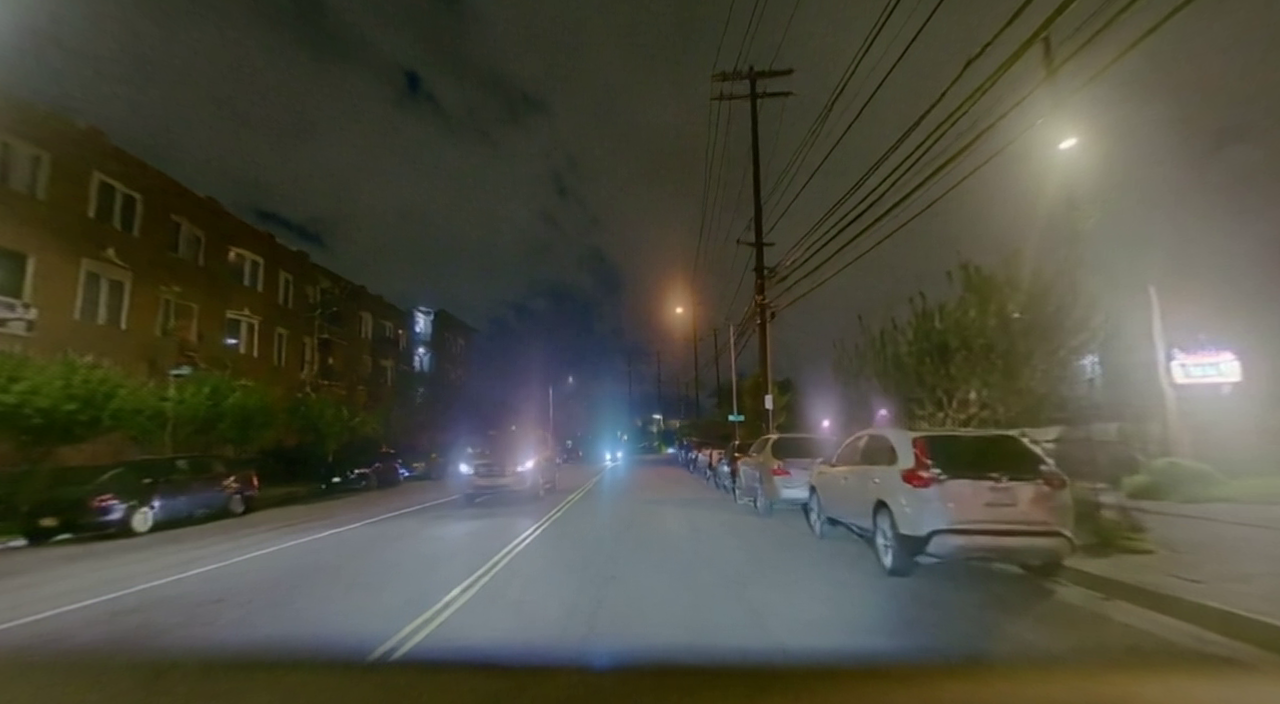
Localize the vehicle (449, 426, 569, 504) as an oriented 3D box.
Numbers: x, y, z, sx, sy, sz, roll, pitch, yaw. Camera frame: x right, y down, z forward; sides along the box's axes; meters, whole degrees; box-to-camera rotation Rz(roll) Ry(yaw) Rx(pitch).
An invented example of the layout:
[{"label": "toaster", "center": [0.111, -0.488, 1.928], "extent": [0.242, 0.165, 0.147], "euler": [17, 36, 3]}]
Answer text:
[{"label": "vehicle", "center": [-3.191, 2.842, 16.408], "extent": [2.103, 1.721, 4.473], "euler": [0, -8, 1]}]

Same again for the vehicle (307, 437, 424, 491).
[{"label": "vehicle", "center": [-11.400, 4.656, 26.780], "extent": [2.322, 2.037, 5.030], "euler": [-1, -8, 6]}]

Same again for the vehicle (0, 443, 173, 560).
[{"label": "vehicle", "center": [-9.939, 2.250, 9.435], "extent": [4.386, 1.511, 1.947], "euler": [0, -7, -22]}]

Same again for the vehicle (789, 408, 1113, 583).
[{"label": "vehicle", "center": [3.468, 1.669, 8.245], "extent": [1.936, 1.641, 4.434], "euler": [0, -8, 0]}]

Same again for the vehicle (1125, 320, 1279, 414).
[{"label": "vehicle", "center": [11.462, 0.282, 11.322], "extent": [3.857, 1.457, 1.950], "euler": [-2, -7, 0]}]
